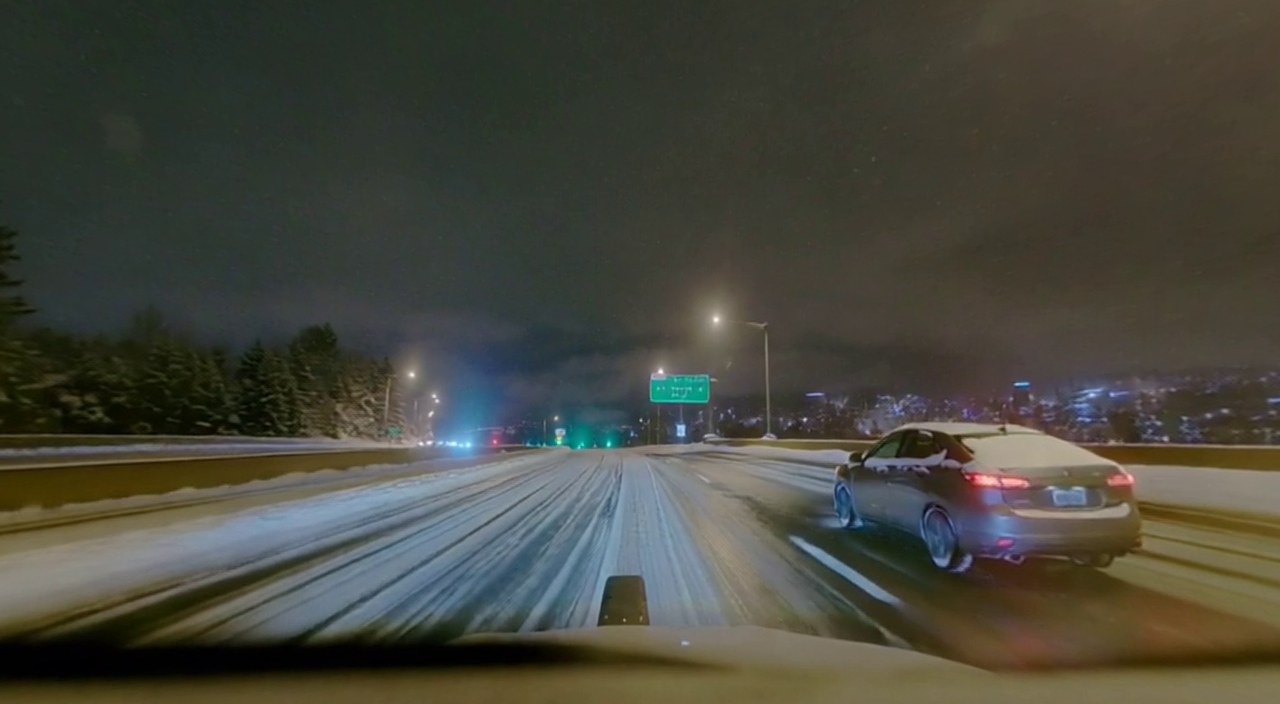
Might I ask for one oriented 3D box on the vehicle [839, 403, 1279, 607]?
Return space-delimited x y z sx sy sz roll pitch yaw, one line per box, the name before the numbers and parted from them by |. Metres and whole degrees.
vehicle | 4.135 1.500 7.321 2.104 1.575 4.698 0 -7 0
